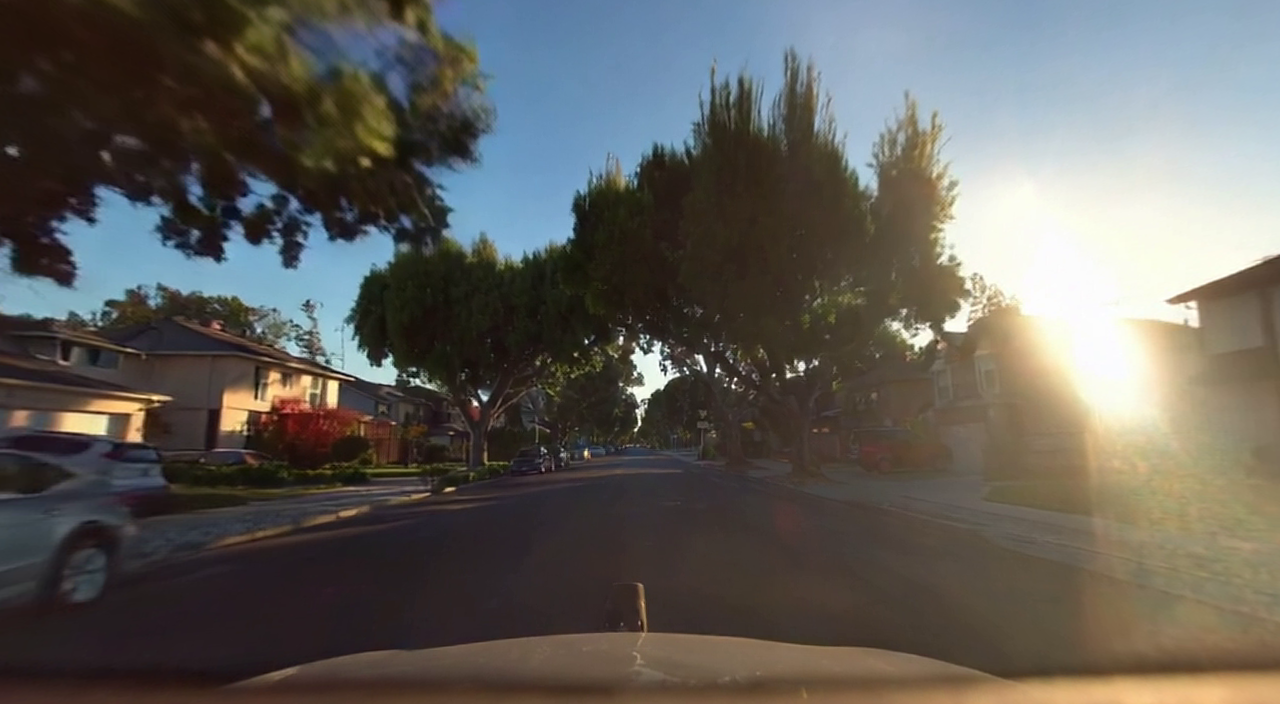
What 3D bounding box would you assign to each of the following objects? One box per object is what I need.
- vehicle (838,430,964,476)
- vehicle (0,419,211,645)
[{"bbox_3d":[11.291,4.363,27.483,4.626,1.880,1.980,1,-9,-9],"label":"vehicle"},{"bbox_3d":[-5.608,1.321,4.632,1.944,1.621,4.187,-1,-9,0],"label":"vehicle"}]
